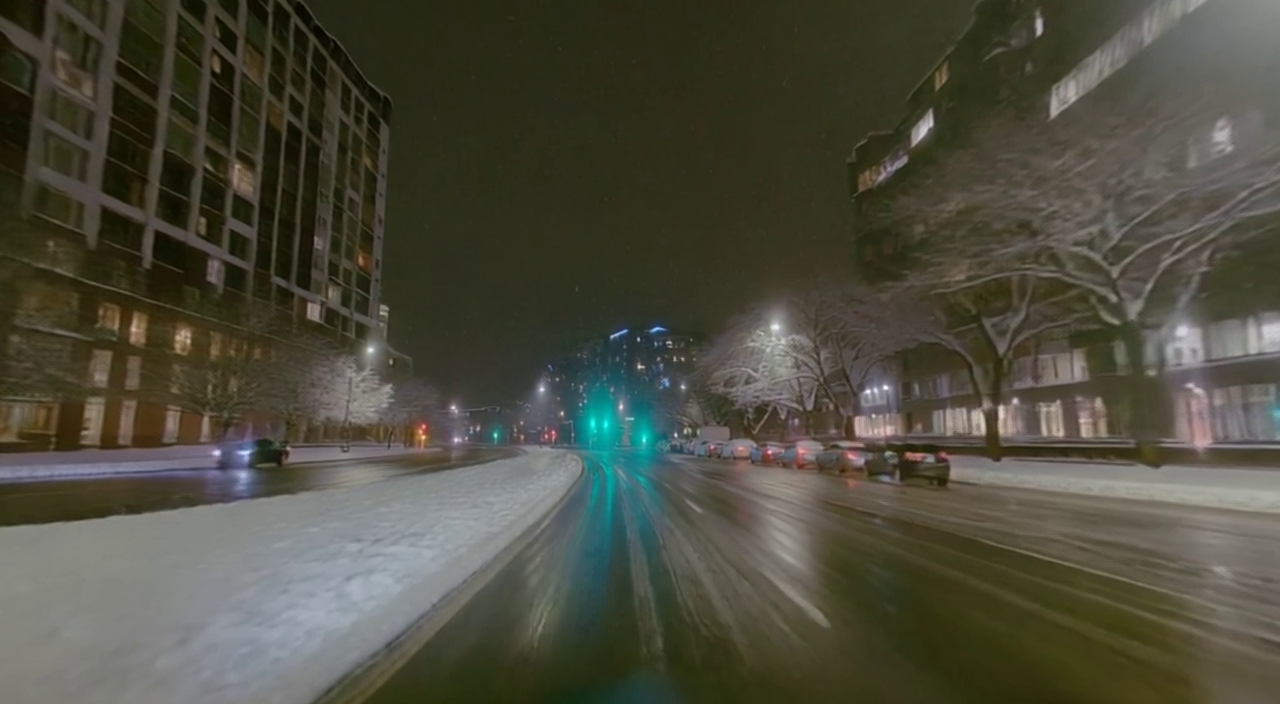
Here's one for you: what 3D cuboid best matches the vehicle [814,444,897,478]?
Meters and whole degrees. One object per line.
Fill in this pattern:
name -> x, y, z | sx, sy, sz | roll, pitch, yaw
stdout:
vehicle -> 10.119, 5.163, 30.129 | 1.838, 1.466, 4.704 | 1, -9, -6

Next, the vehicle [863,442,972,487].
vehicle -> 10.366, 4.205, 23.996 | 1.907, 1.524, 4.381 | 0, -9, -4

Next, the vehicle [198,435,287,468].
vehicle -> -19.643, 4.901, 31.432 | 1.938, 1.524, 4.107 | 1, -8, -4

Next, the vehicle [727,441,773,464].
vehicle -> 8.462, 7.829, 49.261 | 2.050, 1.699, 5.584 | 1, -9, -6

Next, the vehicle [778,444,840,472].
vehicle -> 9.582, 6.043, 36.162 | 1.895, 1.467, 4.885 | 0, -9, -4
